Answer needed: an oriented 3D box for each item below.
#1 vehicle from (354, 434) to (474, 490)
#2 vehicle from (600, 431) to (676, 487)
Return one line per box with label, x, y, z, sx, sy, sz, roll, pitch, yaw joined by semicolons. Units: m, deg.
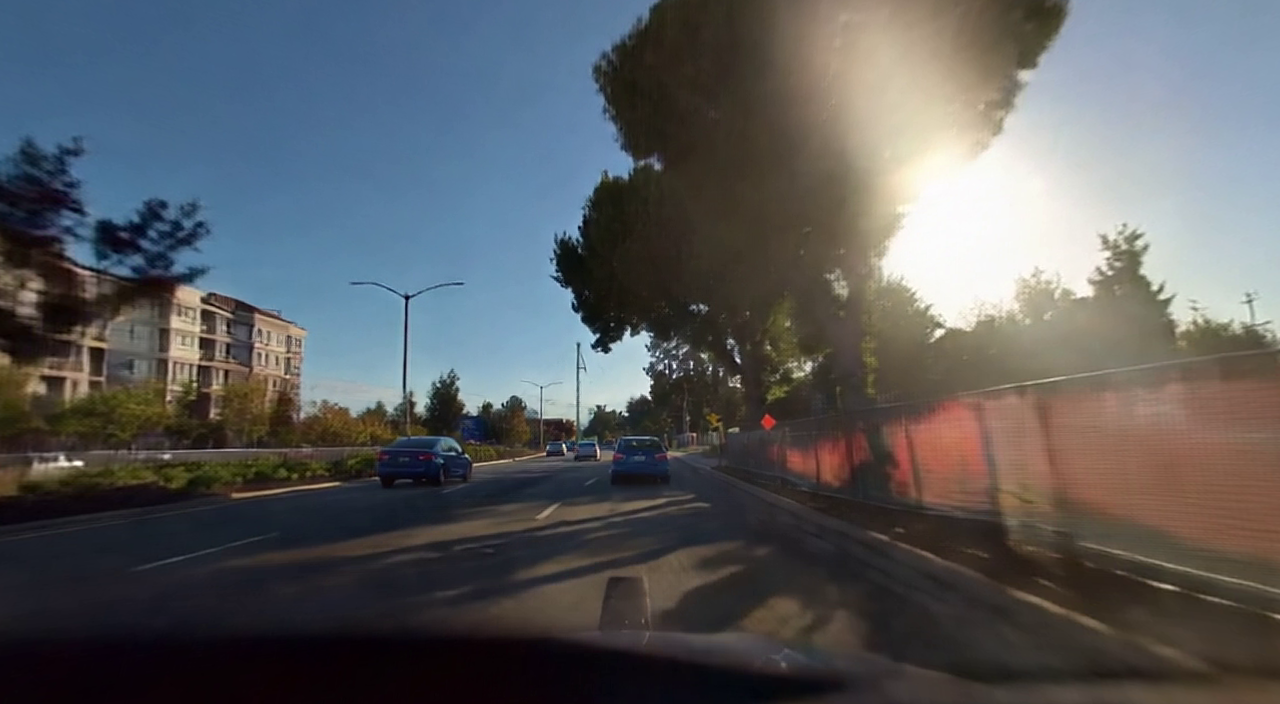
vehicle;-6.663;3.285;19.145;1.877;1.479;4.430;0;-8;2
vehicle;-0.074;3.478;20.824;2.227;1.654;4.091;0;-8;0
